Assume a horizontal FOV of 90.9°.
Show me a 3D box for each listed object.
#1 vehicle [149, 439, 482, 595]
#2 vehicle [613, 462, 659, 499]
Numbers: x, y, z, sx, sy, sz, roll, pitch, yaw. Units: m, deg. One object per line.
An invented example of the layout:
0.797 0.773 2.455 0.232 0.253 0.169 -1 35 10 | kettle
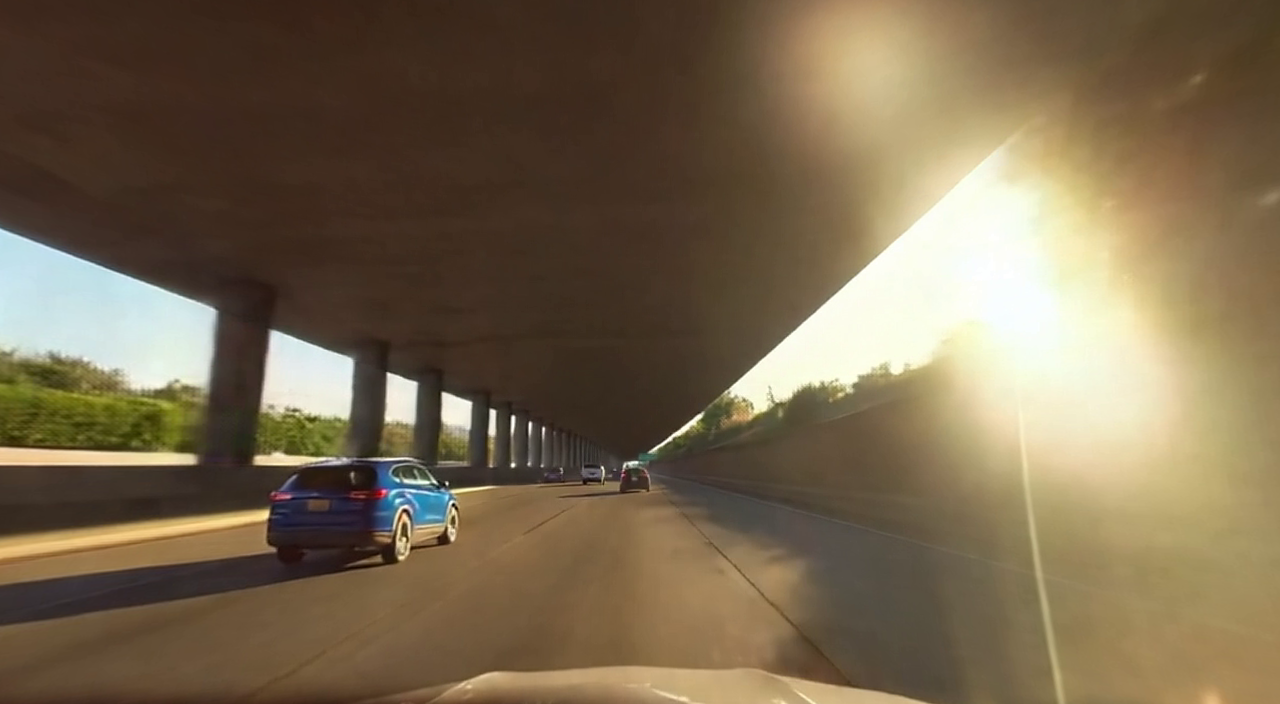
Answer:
-3.880 2.105 8.778 2.102 1.521 4.687 1 -10 0 | vehicle
-0.223 5.976 29.483 1.992 1.601 3.762 1 -10 -1 | vehicle
